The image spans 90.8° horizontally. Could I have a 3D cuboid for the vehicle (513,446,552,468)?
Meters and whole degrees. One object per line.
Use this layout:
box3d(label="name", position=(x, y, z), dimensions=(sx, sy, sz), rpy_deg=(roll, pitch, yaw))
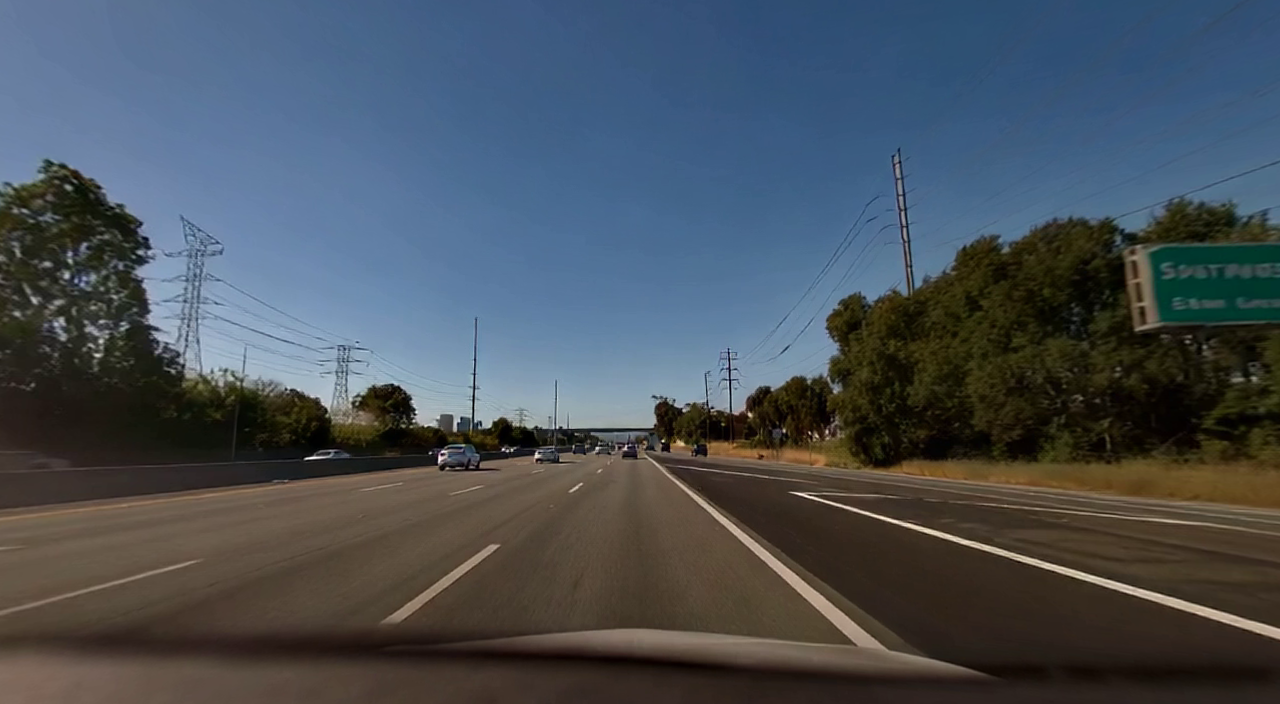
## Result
box3d(label="vehicle", position=(-7.439, 7.285, 44.175), dimensions=(1.954, 1.432, 4.183), rpy_deg=(0, -9, 0))

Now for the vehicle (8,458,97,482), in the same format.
box3d(label="vehicle", position=(-38.337, 7.676, 41.356), dimensions=(1.740, 1.416, 4.270), rpy_deg=(0, -8, -1))

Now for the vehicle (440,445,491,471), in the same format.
box3d(label="vehicle", position=(-10.630, 6.494, 38.812), dimensions=(1.887, 1.473, 4.352), rpy_deg=(0, -9, 0))

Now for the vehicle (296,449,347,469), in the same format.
box3d(label="vehicle", position=(-24.836, 8.326, 49.355), dimensions=(1.872, 1.429, 4.032), rpy_deg=(0, -9, 0))
